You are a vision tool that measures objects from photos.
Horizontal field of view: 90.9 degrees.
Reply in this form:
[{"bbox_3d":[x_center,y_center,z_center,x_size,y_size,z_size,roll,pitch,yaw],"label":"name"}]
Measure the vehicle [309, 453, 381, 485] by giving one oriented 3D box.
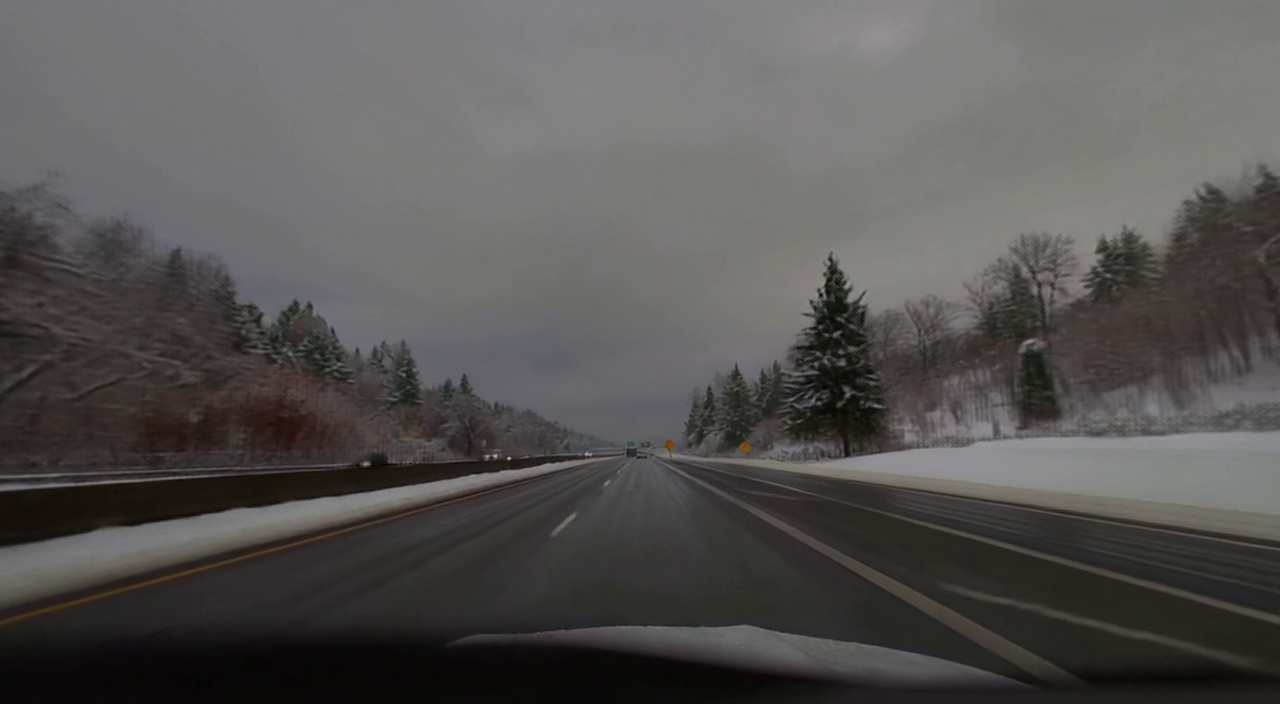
[{"bbox_3d":[-15.705,6.244,33.813,1.819,1.560,4.040,0,-9,1],"label":"vehicle"}]
